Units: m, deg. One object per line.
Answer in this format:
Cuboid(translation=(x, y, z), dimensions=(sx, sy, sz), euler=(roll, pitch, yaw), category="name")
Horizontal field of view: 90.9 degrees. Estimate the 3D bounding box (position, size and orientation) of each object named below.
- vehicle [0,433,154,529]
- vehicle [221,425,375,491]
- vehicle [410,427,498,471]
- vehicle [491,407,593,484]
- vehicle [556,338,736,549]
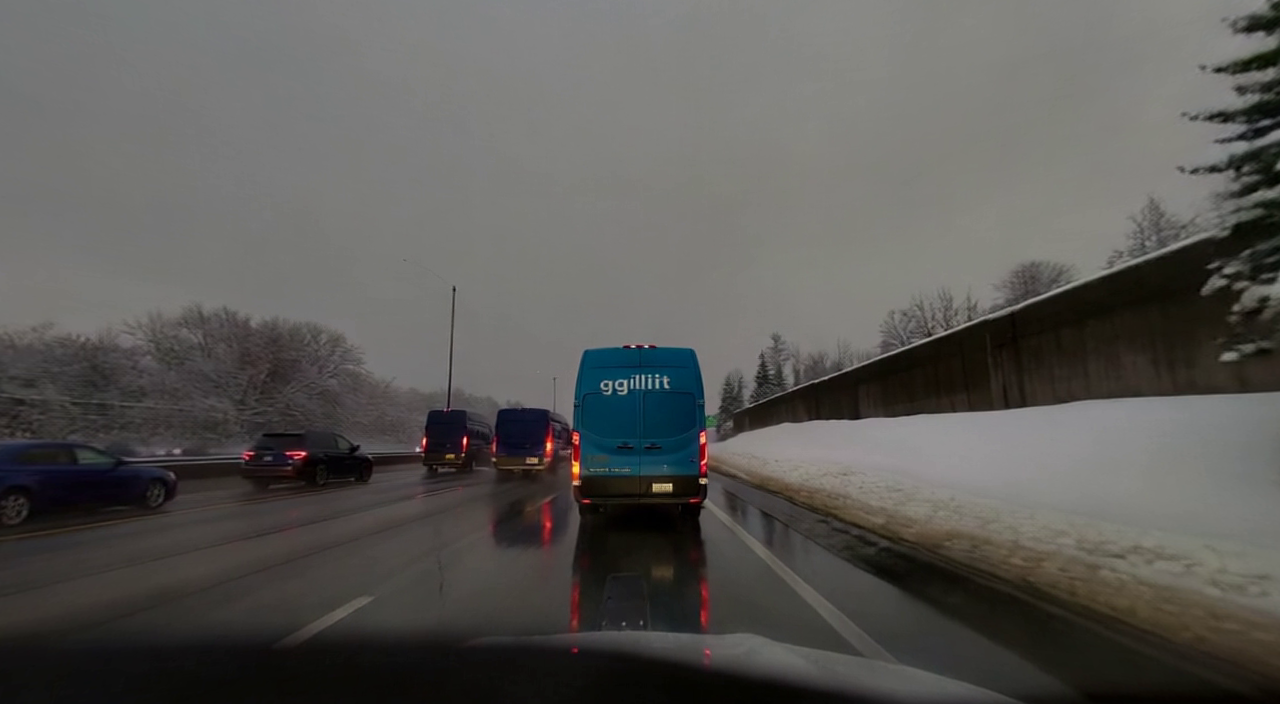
Cuboid(translation=(-11.128, 2.178, 10.878), dimensions=(1.839, 1.524, 4.449), euler=(0, -9, 2), category="vehicle")
Cuboid(translation=(-10.836, 3.398, 20.520), dimensions=(2.061, 1.846, 4.852), euler=(0, -9, 3), category="vehicle")
Cuboid(translation=(-9.818, 5.193, 33.938), dimensions=(2.566, 2.158, 5.957), euler=(-1, -8, 4), category="vehicle")
Cuboid(translation=(-3.329, 3.387, 22.845), dimensions=(2.729, 2.439, 5.418), euler=(0, -8, 1), category="vehicle")
Cuboid(translation=(0.150, 1.648, 11.488), dimensions=(2.316, 2.738, 6.398), euler=(0, -9, 1), category="vehicle")
